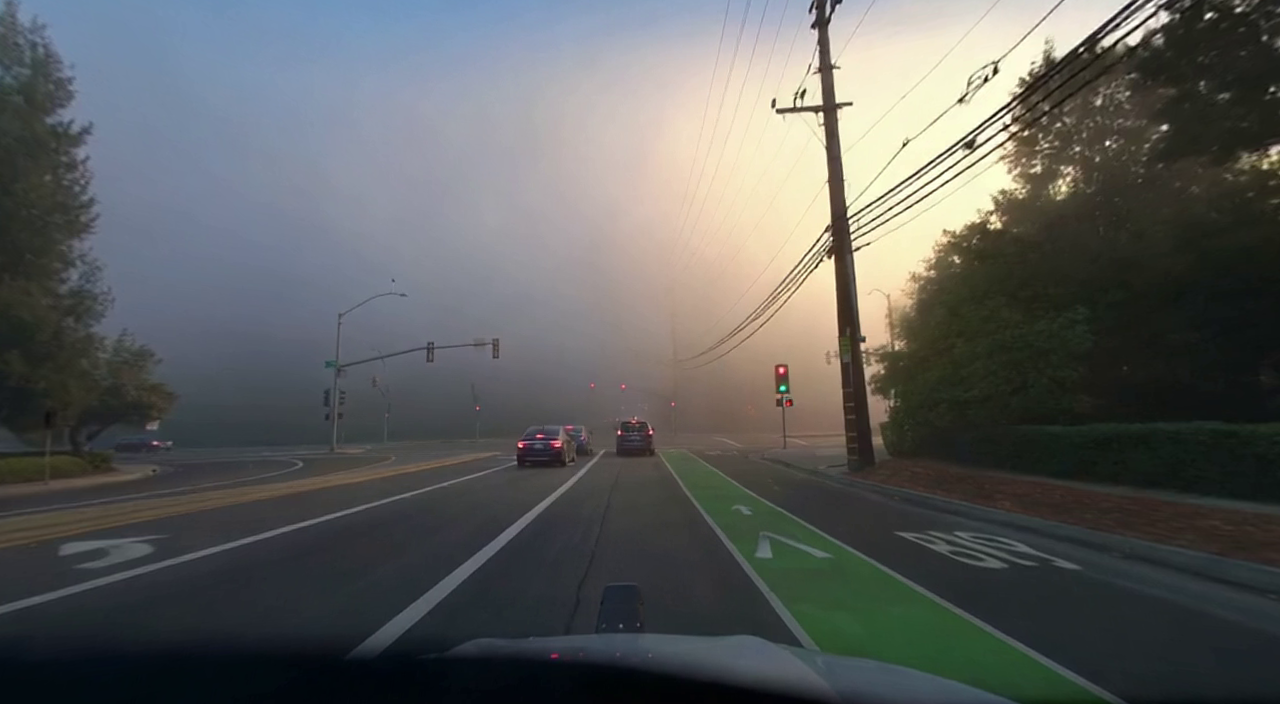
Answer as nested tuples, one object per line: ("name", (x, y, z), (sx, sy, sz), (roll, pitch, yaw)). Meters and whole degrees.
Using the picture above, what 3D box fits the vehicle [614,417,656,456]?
("vehicle", (-0.291, 4.489, 33.565), (2.036, 1.885, 5.196), (1, -8, -1))

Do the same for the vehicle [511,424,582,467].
("vehicle", (-3.669, 3.711, 25.761), (2.138, 1.488, 5.327), (1, -6, -1))
